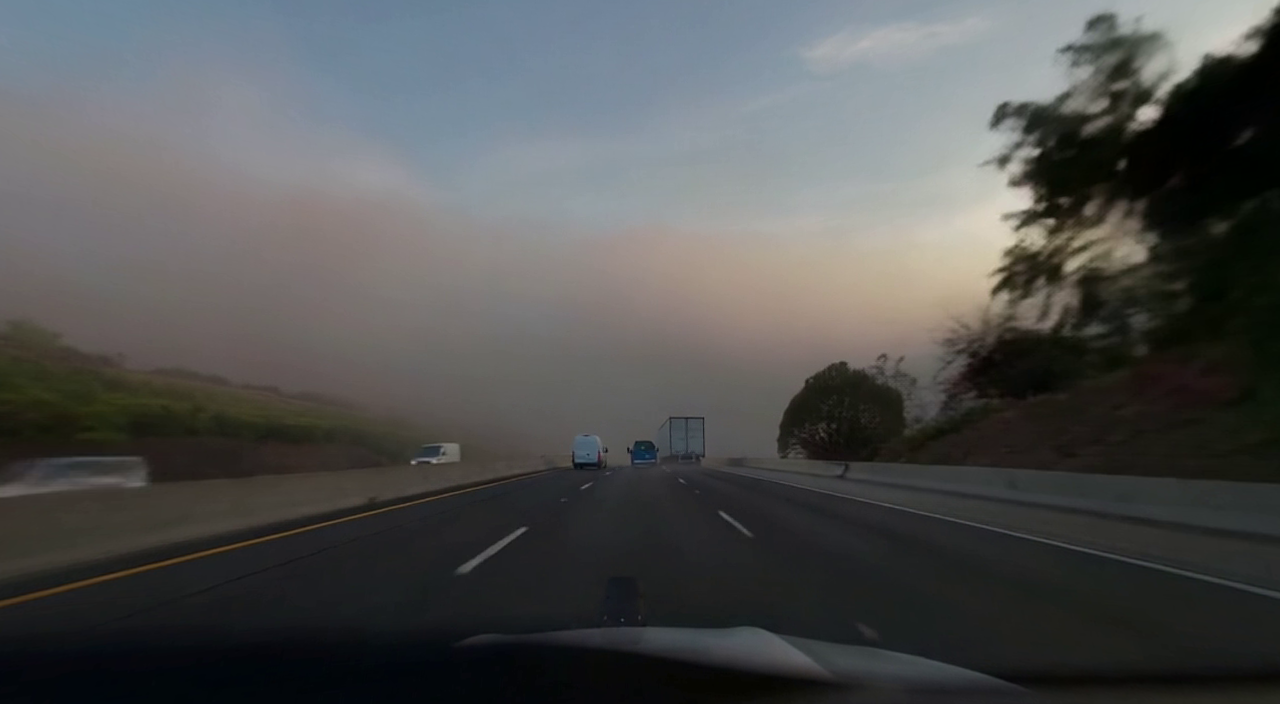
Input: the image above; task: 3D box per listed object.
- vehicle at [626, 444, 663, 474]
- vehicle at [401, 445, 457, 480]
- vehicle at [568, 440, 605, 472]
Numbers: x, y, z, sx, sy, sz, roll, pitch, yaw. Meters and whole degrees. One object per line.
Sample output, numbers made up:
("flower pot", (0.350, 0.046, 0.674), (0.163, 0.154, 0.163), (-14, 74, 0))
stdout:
("vehicle", (0.313, 6.637, 39.281), (2.166, 1.747, 4.299), (0, -9, 1))
("vehicle", (-16.218, 8.516, 48.847), (2.308, 2.449, 5.847), (0, -9, 0))
("vehicle", (-3.592, 7.109, 43.175), (1.955, 2.004, 4.792), (-1, -9, 1))
